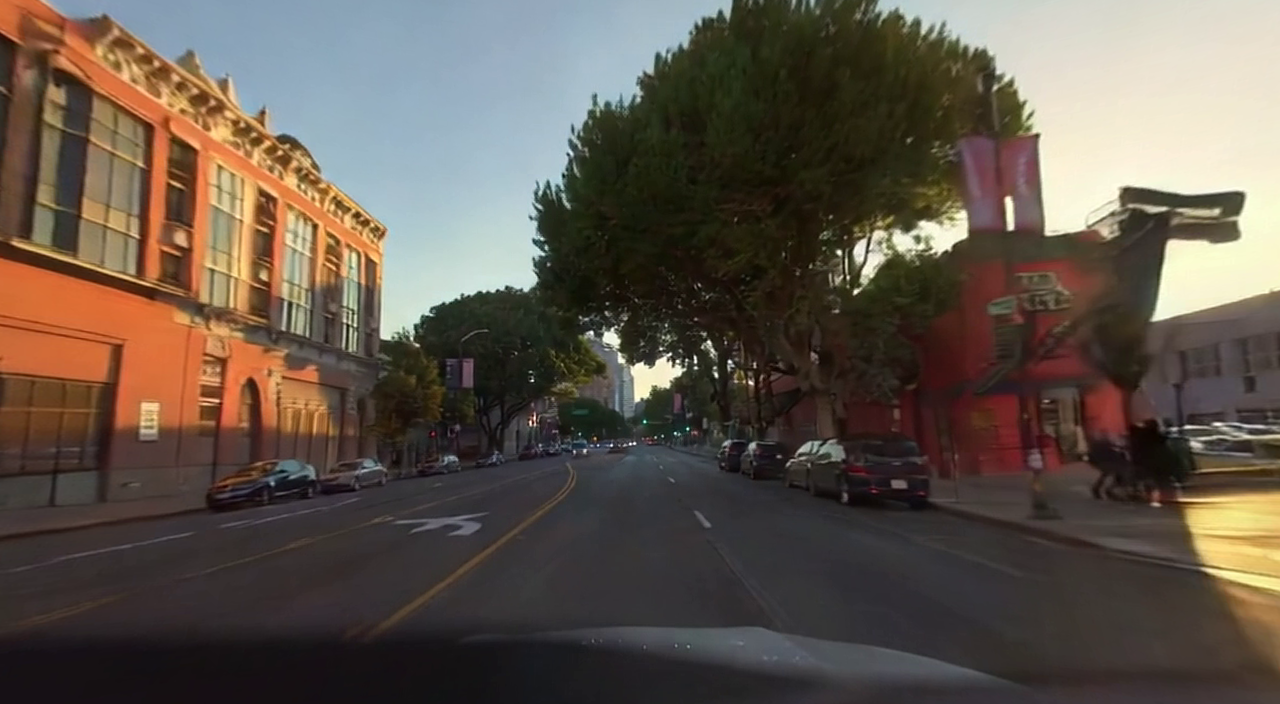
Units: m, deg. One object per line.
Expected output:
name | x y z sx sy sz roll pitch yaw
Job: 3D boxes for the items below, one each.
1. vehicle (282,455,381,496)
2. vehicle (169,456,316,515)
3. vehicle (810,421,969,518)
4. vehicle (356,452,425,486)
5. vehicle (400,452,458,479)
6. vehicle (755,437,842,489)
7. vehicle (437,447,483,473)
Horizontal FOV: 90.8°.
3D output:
vehicle | -12.678 5.064 26.326 1.927 1.489 4.572 0 -9 -2
vehicle | -12.092 4.042 19.598 1.804 1.533 4.121 0 -8 1
vehicle | 5.846 2.806 15.507 2.010 1.943 4.319 -2 -9 -1
vehicle | -12.591 5.905 32.158 1.800 1.532 4.110 0 -8 0
vehicle | -12.594 6.805 38.006 1.868 1.418 4.415 -2 -9 1
vehicle | 5.902 4.177 24.110 1.991 1.771 4.604 0 -9 -2
vehicle | -12.098 7.301 42.779 1.834 1.643 4.110 0 -9 1
